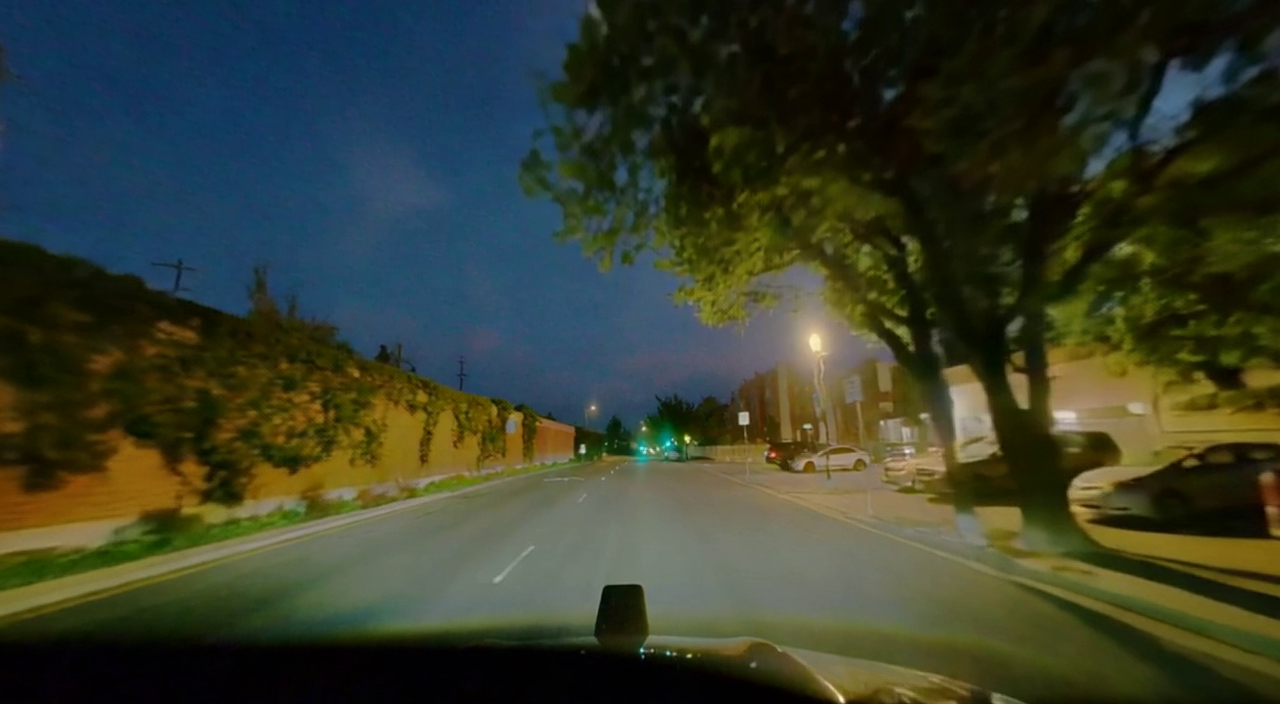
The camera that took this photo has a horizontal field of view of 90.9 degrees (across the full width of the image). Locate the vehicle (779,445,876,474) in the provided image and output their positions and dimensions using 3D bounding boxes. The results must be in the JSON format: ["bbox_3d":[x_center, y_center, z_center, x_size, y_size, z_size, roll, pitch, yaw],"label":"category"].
[{"bbox_3d":[9.682,5.586,32.755,4.309,1.442,2.145,0,-10,-1],"label":"vehicle"}]

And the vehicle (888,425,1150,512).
[{"bbox_3d":[10.036,3.101,17.181,5.544,2.115,2.380,0,-8,2],"label":"vehicle"}]

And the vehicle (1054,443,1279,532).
[{"bbox_3d":[11.008,2.510,12.040,4.617,1.501,2.151,-1,-9,1],"label":"vehicle"}]
